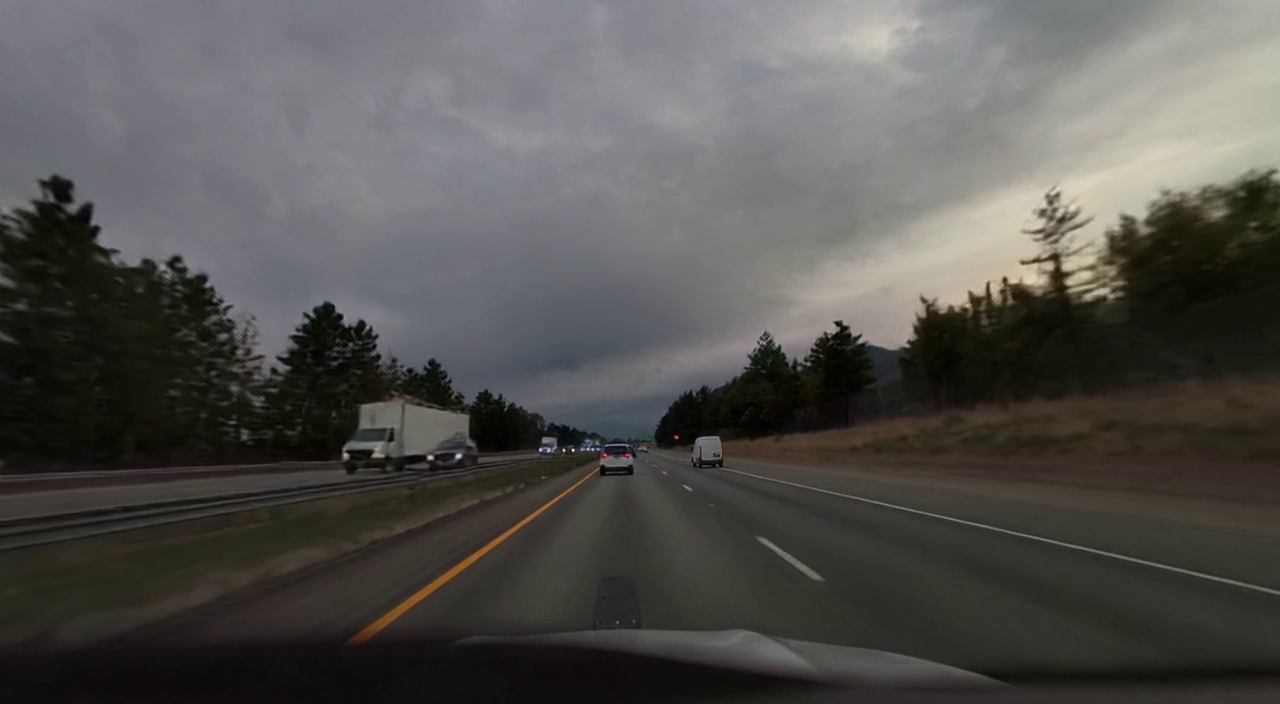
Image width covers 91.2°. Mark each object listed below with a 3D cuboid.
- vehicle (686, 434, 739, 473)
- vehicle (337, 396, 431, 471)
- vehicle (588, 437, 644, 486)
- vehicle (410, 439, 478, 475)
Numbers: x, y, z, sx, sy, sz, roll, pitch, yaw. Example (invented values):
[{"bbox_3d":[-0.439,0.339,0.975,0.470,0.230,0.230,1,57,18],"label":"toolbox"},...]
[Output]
[{"bbox_3d":[3.824,5.460,33.738,2.179,1.930,4.538,0,-9,-1],"label":"vehicle"},{"bbox_3d":[-14.977,4.927,37.278,3.001,4.045,6.029,0,-9,-1],"label":"vehicle"},{"bbox_3d":[-0.894,4.209,24.327,1.963,1.711,4.284,0,-9,-1],"label":"vehicle"},{"bbox_3d":[-9.809,5.273,31.711,2.019,1.670,4.493,0,-9,-1],"label":"vehicle"}]
